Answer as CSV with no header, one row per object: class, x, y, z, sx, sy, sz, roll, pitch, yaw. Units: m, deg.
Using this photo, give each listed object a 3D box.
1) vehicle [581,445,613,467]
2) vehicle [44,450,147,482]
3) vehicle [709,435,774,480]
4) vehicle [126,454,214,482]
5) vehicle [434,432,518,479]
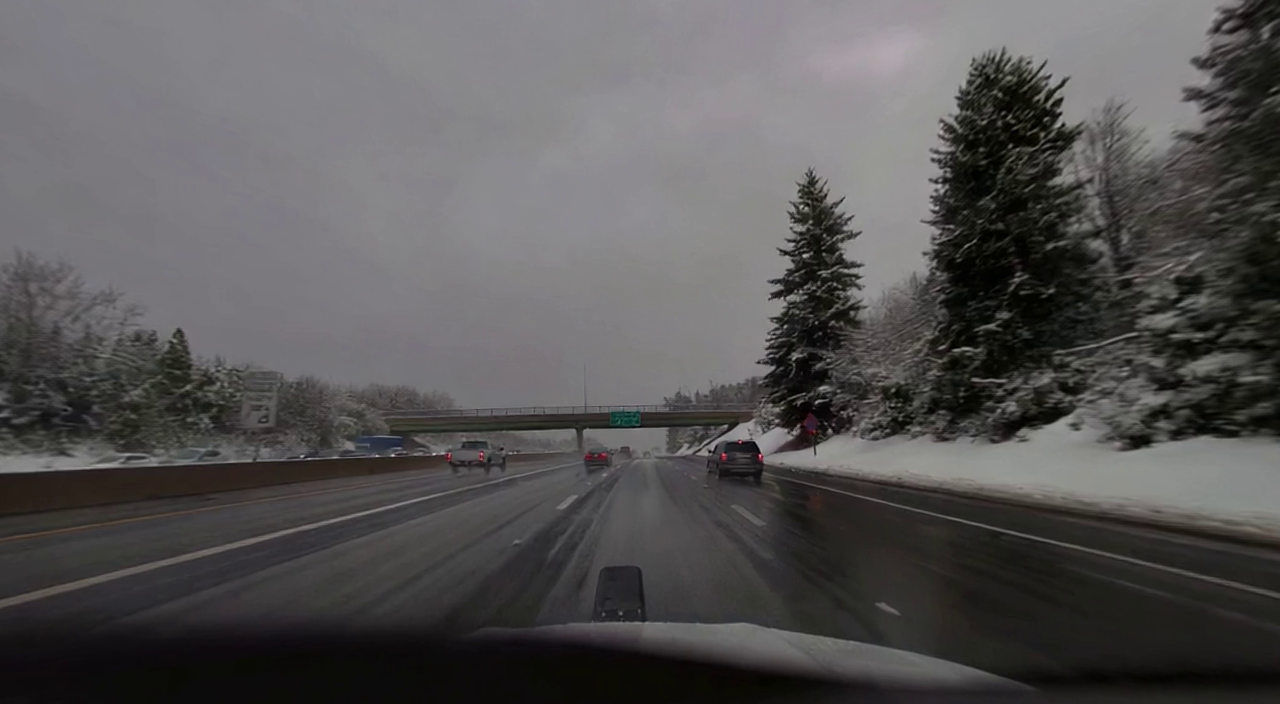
vehicle,-3.154,7.722,47.040,2.067,1.528,4.551,0,-9,1
vehicle,-35.100,7.338,40.822,2.034,1.900,5.300,0,-9,-2
vehicle,4.198,4.446,26.715,1.990,1.735,4.276,0,-9,0
vehicle,-28.875,7.124,38.897,1.845,1.514,4.682,0,-9,0
vehicle,-7.570,4.853,29.793,2.341,1.959,5.684,0,-9,1
